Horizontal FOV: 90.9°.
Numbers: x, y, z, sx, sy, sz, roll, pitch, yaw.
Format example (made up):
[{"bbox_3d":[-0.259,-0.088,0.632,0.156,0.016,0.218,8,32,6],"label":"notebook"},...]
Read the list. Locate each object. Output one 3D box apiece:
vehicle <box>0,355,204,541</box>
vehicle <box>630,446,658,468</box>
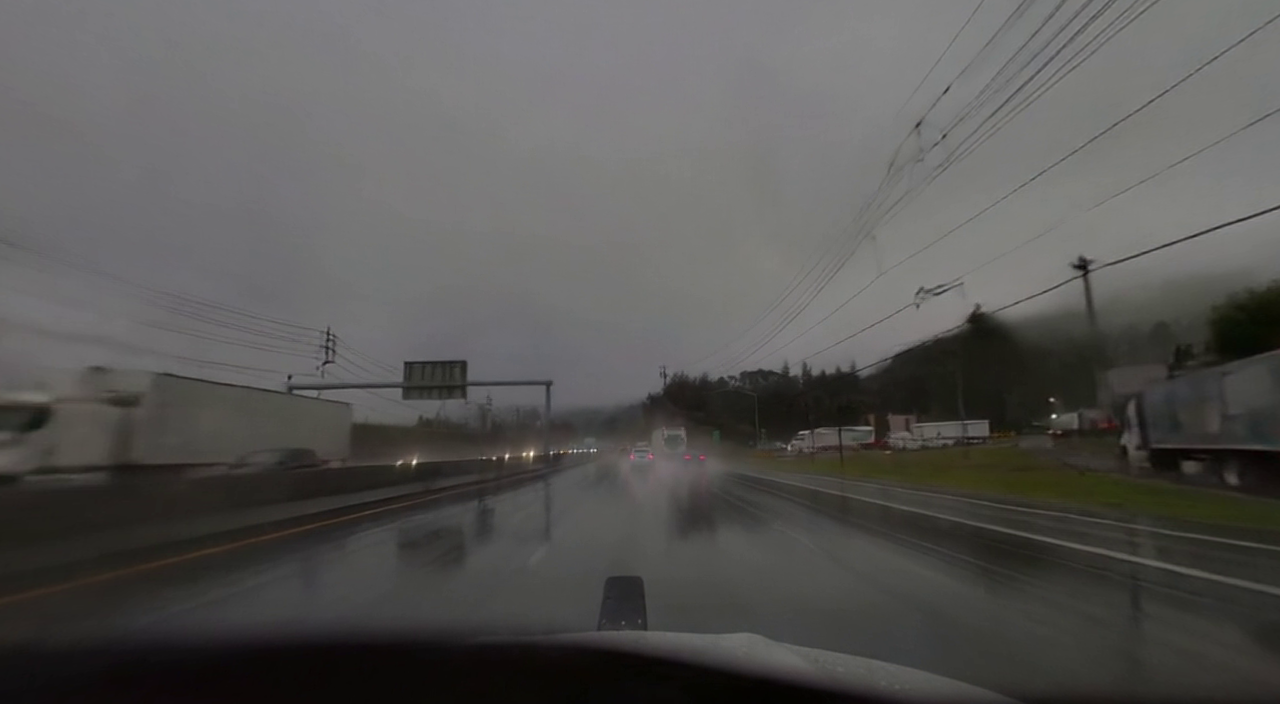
[{"bbox_3d":[-15.513,2.563,16.796,2.996,4.046,6.372,0,-9,0],"label":"vehicle"},{"bbox_3d":[0.323,8.017,48.220,2.111,1.599,3.859,0,-9,1],"label":"vehicle"}]
